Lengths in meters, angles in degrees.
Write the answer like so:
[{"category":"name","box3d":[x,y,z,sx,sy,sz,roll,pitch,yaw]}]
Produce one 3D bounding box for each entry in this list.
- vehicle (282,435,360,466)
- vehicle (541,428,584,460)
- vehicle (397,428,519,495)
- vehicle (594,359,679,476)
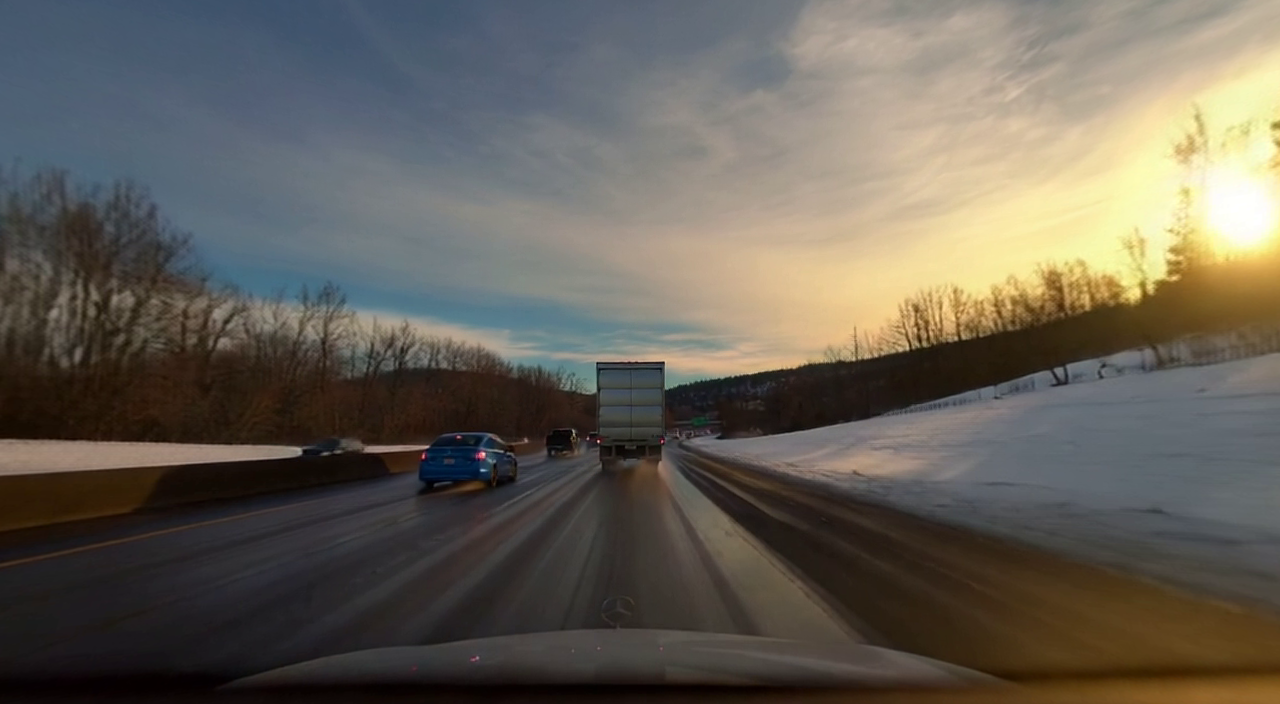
[{"category":"vehicle","box3d":[-17.934,5.548,35.623,1.992,1.643,4.609,0,-8,0]},{"category":"vehicle","box3d":[-4.634,5.566,38.184,2.019,1.834,4.644,0,-8,0]},{"category":"vehicle","box3d":[-4.632,2.828,16.768,1.931,1.539,4.441,0,-8,0]},{"category":"vehicle","box3d":[-0.249,2.928,26.895,2.953,4.041,10.072,0,-8,-2]}]
